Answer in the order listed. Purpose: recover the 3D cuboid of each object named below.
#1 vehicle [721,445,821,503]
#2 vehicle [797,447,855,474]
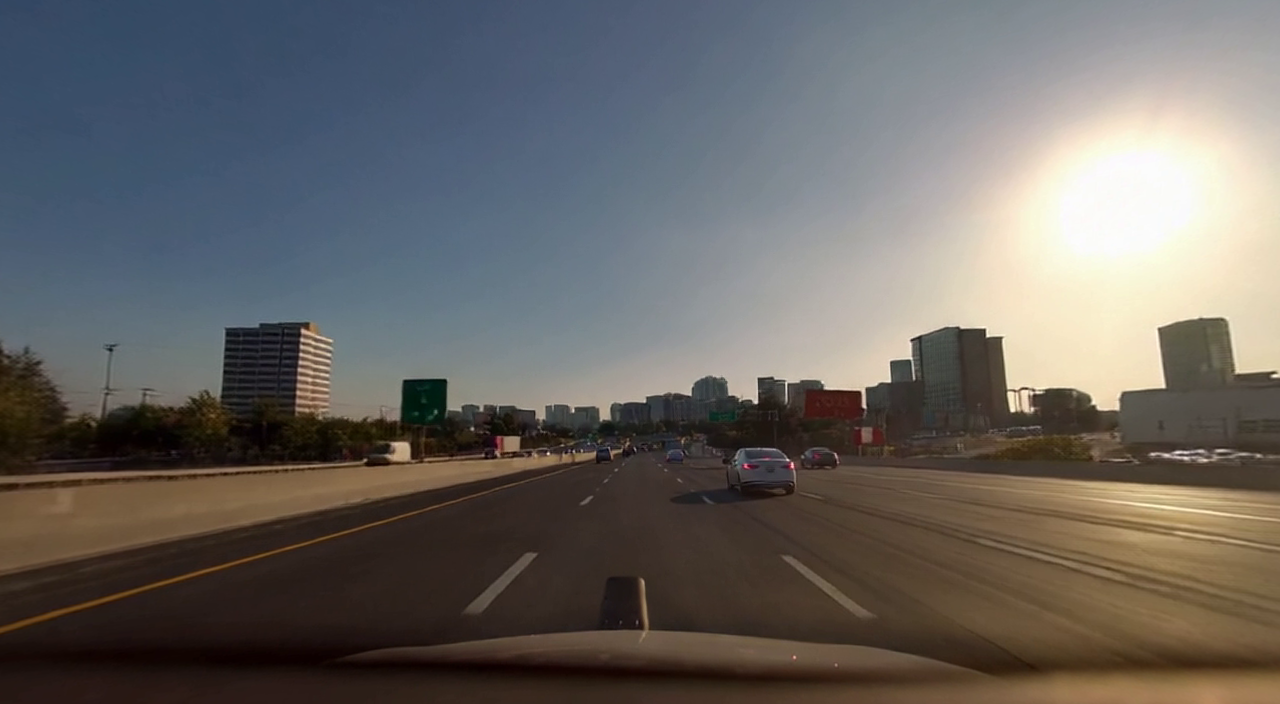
[{"bbox_3d":[3.721,3.518,18.716,1.961,1.504,4.094,0,-9,-2],"label":"vehicle"},{"bbox_3d":[10.909,6.390,37.404,2.019,1.529,4.385,0,-9,-1],"label":"vehicle"}]
